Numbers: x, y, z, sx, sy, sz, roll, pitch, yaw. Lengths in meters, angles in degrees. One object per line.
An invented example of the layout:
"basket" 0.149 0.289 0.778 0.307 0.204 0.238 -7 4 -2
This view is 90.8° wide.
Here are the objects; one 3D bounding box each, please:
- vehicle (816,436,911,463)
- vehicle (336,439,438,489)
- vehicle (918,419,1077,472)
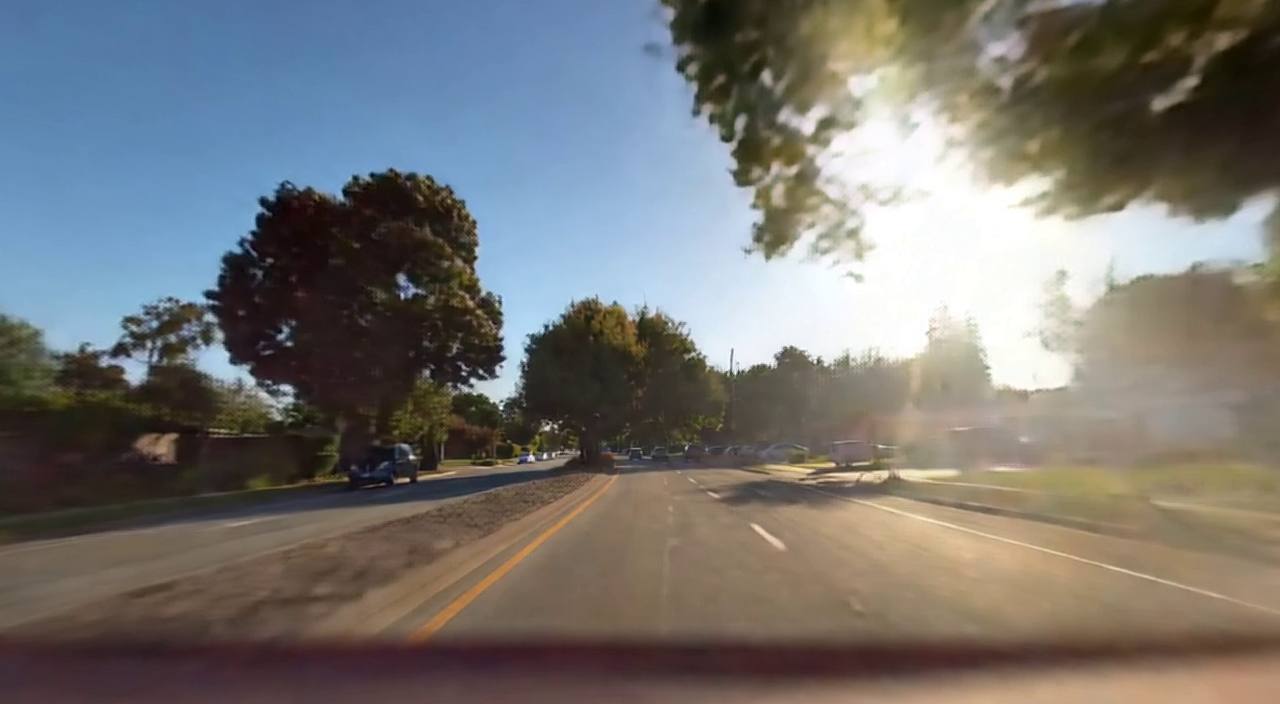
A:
"vehicle" 13.058 5.720 37.059 4.767 1.557 1.994 0 -8 -1
"vehicle" -11.111 5.003 28.307 2.347 1.960 5.167 -2 -10 1
"vehicle" 13.709 3.626 24.455 4.793 1.744 2.055 -3 -8 0
